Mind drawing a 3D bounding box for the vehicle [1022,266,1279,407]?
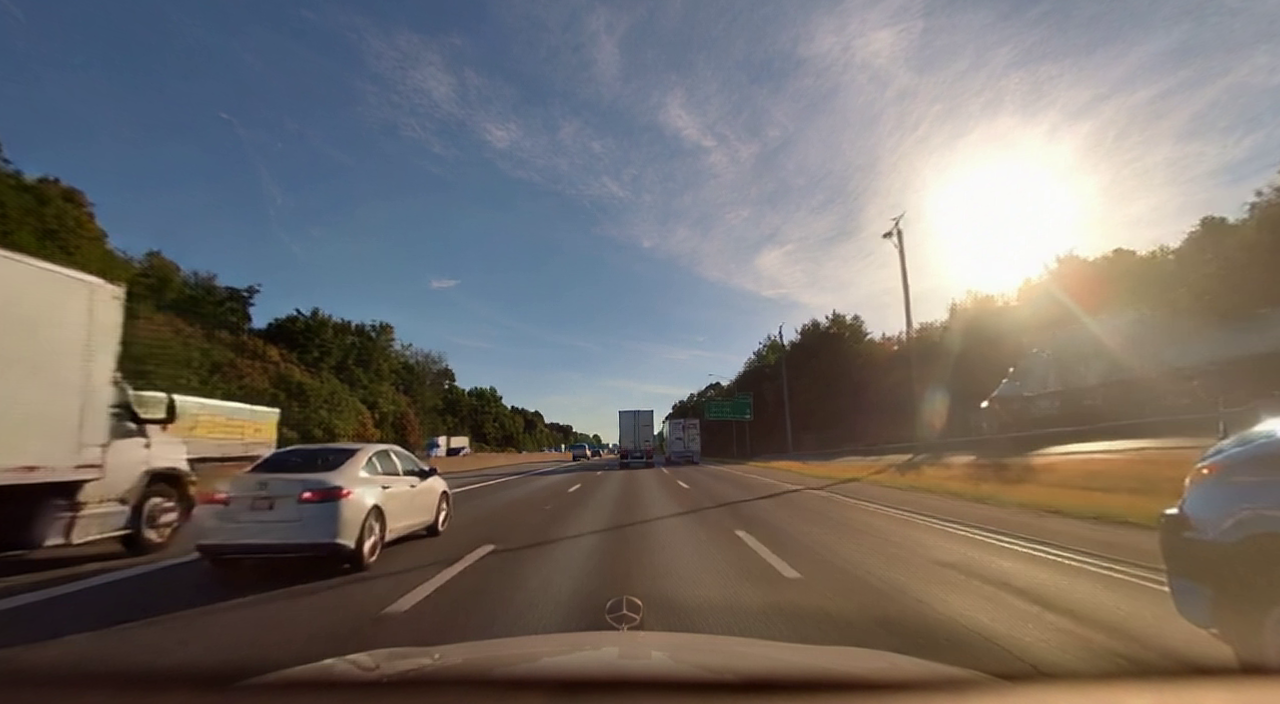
[{"bbox_3d":[25.264,-0.062,30.775,2.982,3.944,15.603,-4,-10,-2],"label":"vehicle"}]

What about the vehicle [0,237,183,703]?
[{"bbox_3d":[-3.880,0.502,2.082,2.033,2.234,3.490,0,-9,-1],"label":"vehicle"}]

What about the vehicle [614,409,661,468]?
[{"bbox_3d":[-0.190,6.827,49.226,3.201,4.019,10.918,0,-9,0],"label":"vehicle"}]

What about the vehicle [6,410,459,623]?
[{"bbox_3d":[-3.849,1.637,7.271,2.175,1.646,4.525,0,-9,0],"label":"vehicle"}]
